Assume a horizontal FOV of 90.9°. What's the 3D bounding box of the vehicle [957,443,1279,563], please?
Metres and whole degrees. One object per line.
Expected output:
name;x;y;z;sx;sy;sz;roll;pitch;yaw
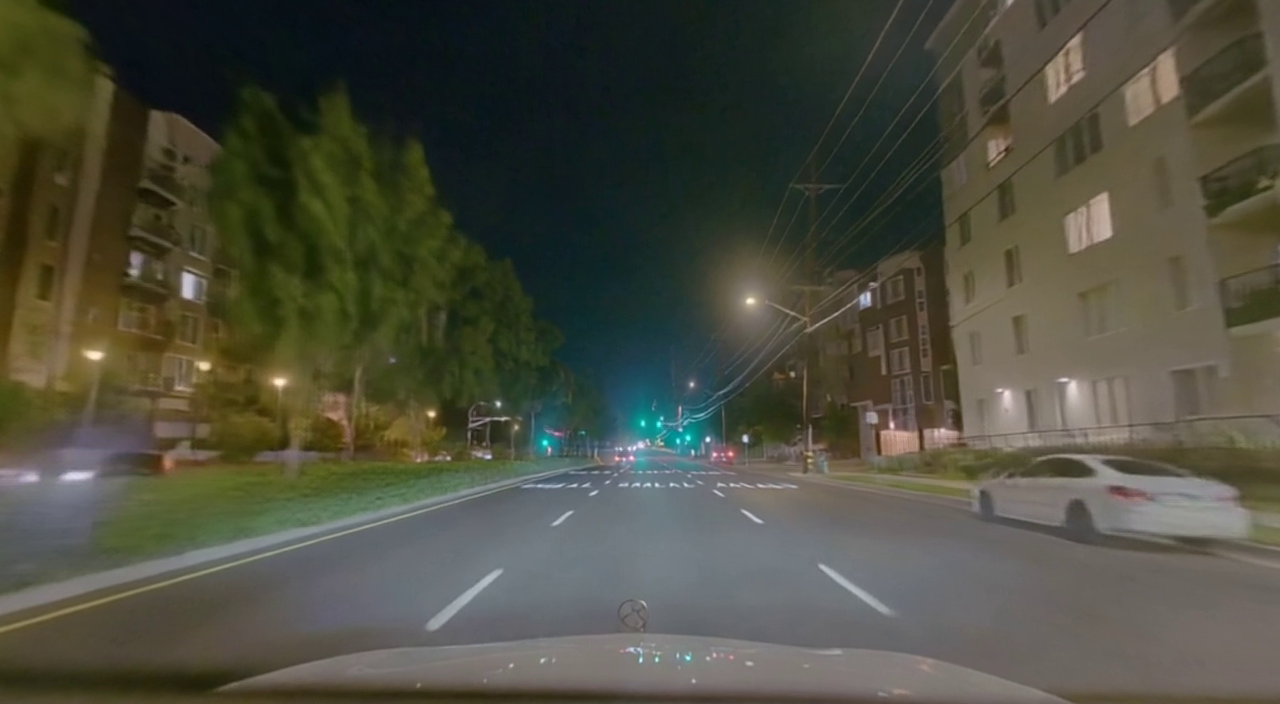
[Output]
vehicle;7.306;2.220;10.173;1.986;1.467;4.412;0;-8;-1

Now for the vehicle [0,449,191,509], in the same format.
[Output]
vehicle;-15.660;3.584;18.312;1.873;1.469;4.442;0;-8;2
